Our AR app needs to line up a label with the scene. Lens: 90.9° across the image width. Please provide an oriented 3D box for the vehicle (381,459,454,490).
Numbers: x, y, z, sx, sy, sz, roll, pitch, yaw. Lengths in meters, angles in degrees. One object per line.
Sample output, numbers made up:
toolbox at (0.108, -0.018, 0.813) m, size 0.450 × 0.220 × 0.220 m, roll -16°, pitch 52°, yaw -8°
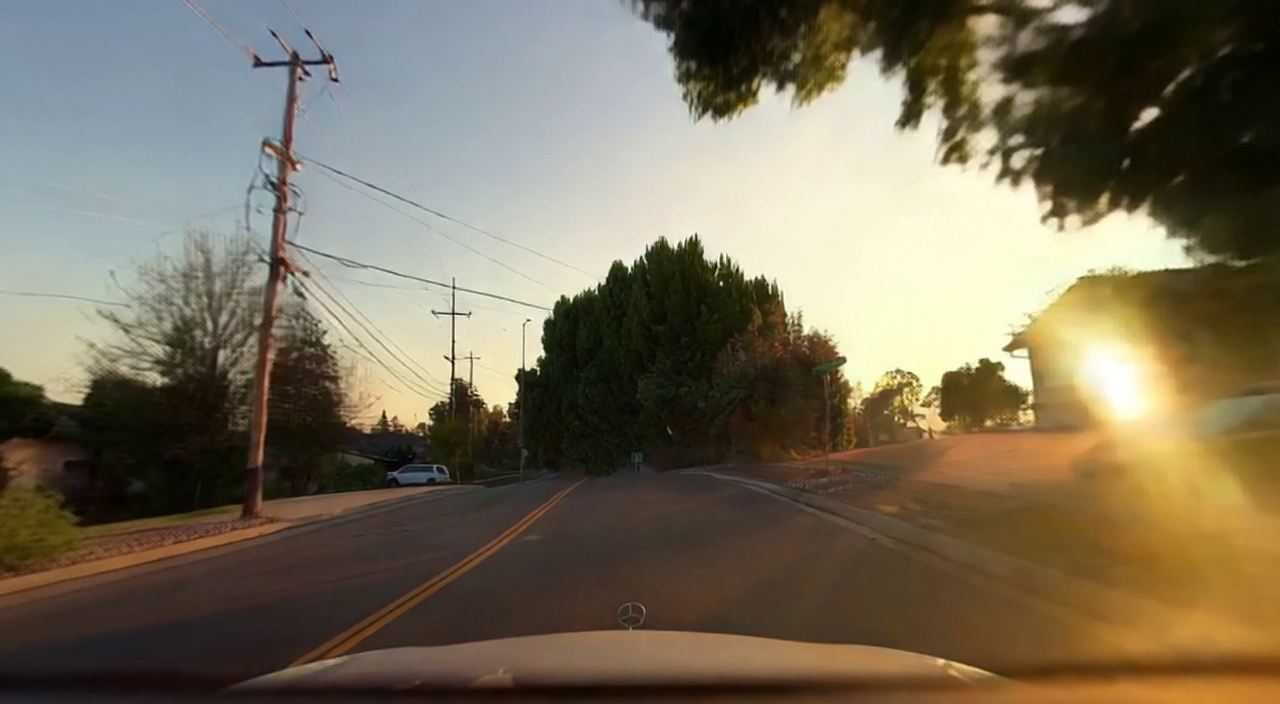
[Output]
vehicle at (-16.620, 9.227, 47.572) m, size 2.301 × 2.081 × 6.706 m, roll -3°, pitch -11°, yaw 8°
